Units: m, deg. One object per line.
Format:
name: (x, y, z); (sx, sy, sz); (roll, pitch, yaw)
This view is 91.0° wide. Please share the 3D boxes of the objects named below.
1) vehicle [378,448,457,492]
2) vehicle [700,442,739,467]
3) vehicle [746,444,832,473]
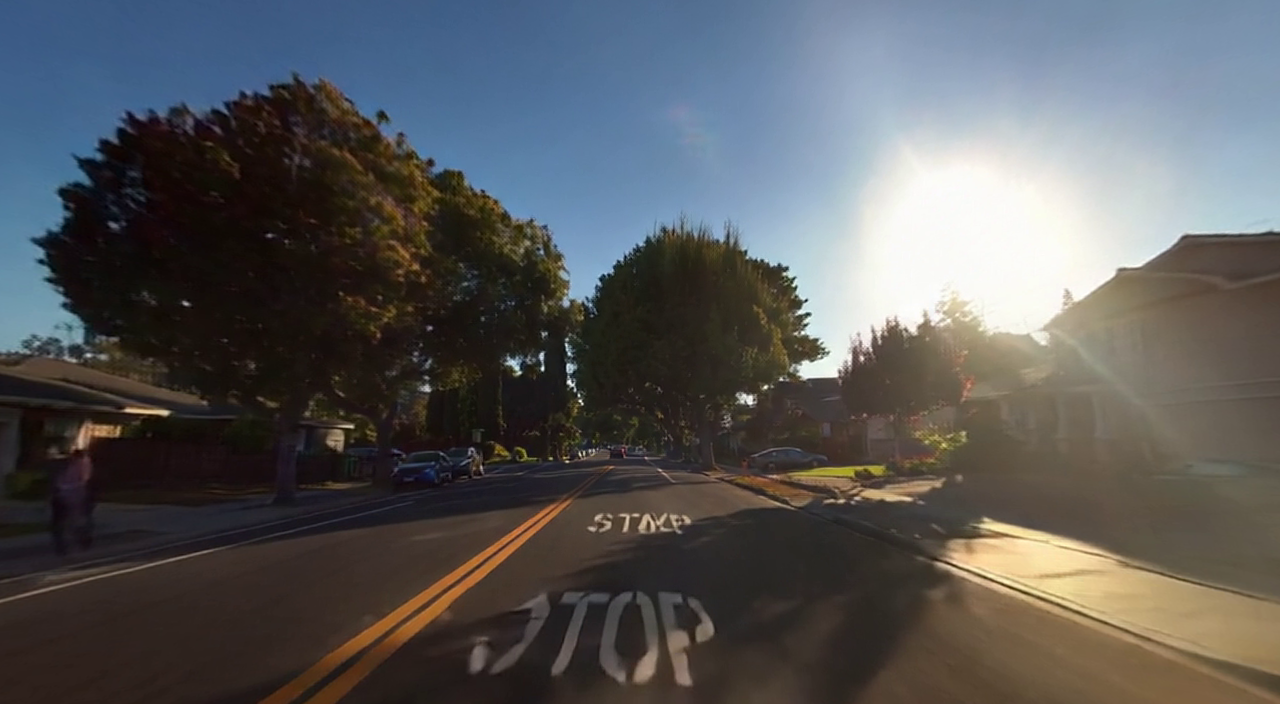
vehicle: (-9.360, 4.969, 26.871); (1.998, 1.684, 4.180); (1, -9, -3)
vehicle: (5.600, 7.266, 44.785); (2.096, 1.713, 4.606); (0, -9, -1)
vehicle: (8.068, 5.808, 34.495); (4.438, 1.466, 1.943); (-1, -9, 9)
